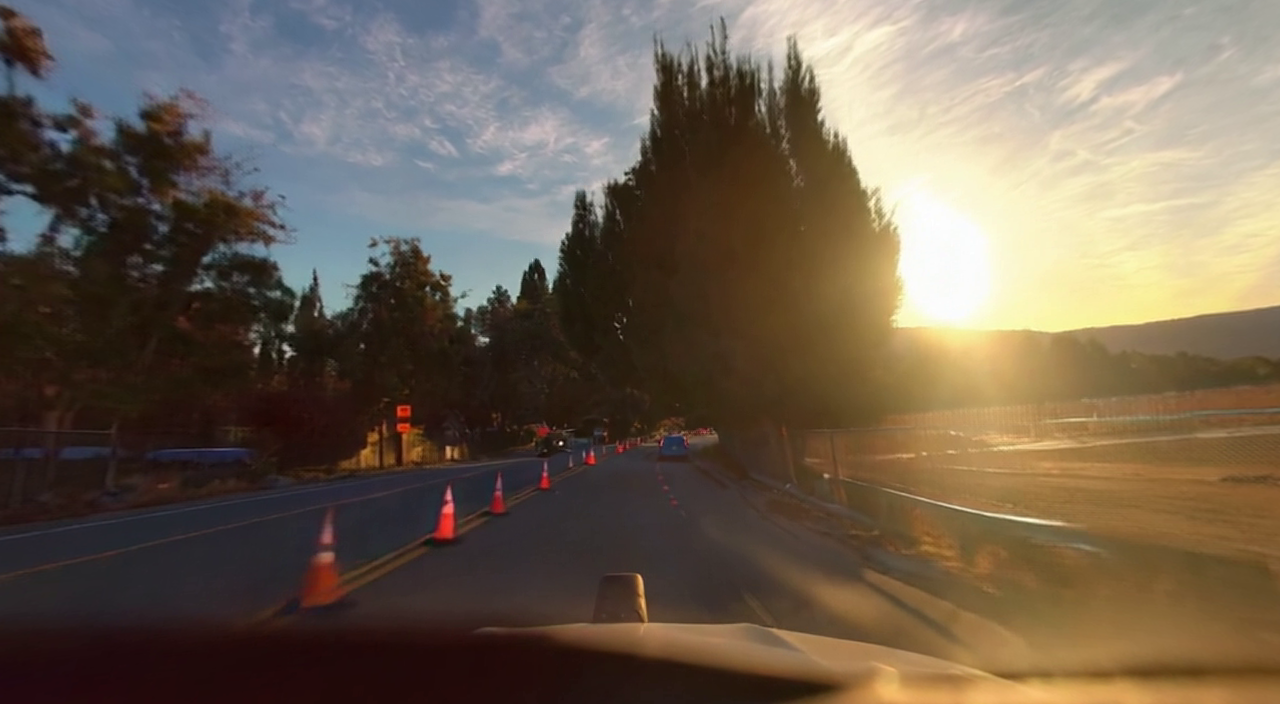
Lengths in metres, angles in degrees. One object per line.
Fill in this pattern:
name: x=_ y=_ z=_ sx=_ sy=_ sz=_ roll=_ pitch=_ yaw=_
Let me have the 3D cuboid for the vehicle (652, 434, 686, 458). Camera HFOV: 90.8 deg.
vehicle: x=1.950 y=6.259 z=42.142 sx=2.172 sy=1.486 sz=3.581 roll=0 pitch=-9 yaw=2
